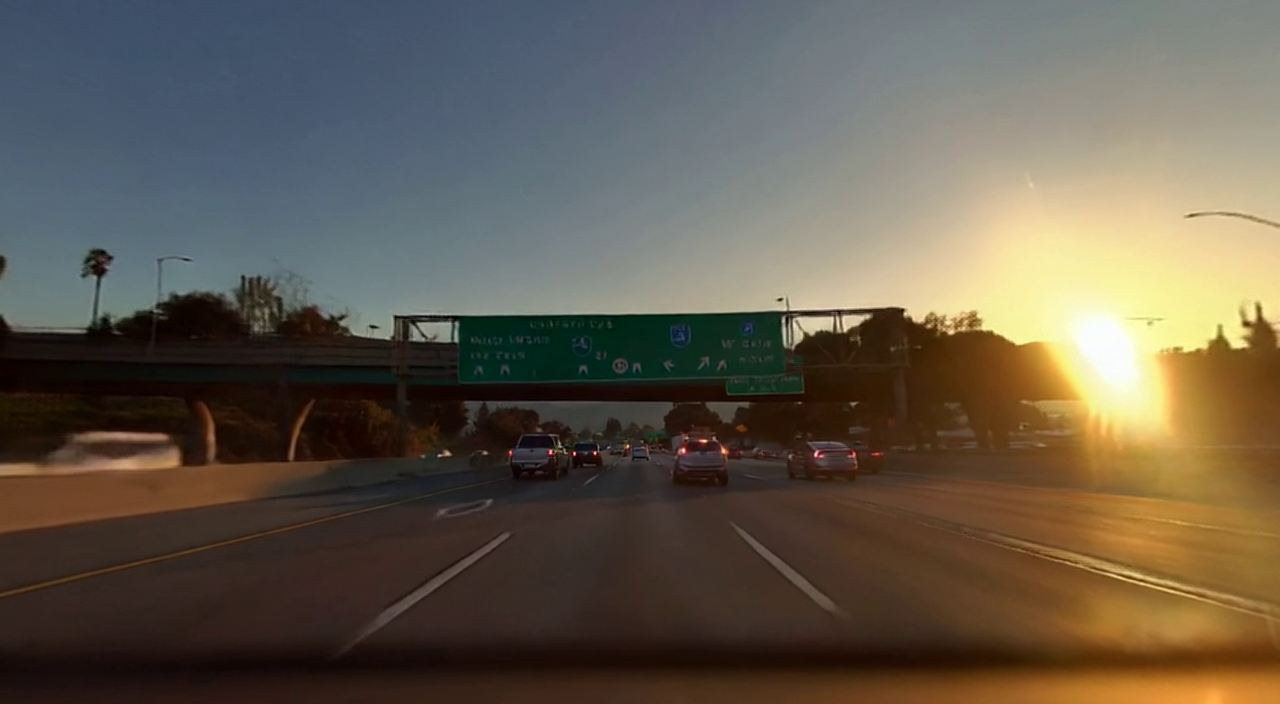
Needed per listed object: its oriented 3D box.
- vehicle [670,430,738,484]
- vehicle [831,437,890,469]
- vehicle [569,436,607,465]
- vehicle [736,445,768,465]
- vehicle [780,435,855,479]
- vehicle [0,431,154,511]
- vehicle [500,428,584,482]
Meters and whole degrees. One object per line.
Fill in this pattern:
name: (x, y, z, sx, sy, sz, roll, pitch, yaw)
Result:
vehicle: (2.162, 3.714, 22.524, 2.181, 1.728, 3.970, 0, -9, 2)
vehicle: (13.133, 6.066, 37.806, 2.010, 1.765, 4.375, 0, -9, 2)
vehicle: (-3.892, 7.524, 48.360, 2.317, 2.049, 5.746, 0, -9, 1)
vehicle: (8.429, 7.779, 47.739, 1.815, 1.479, 3.892, 0, -9, 1)
vehicle: (7.467, 4.443, 26.916, 2.022, 1.682, 4.226, 0, -9, 1)
vehicle: (-13.785, 2.610, 14.139, 1.960, 1.588, 4.540, 0, -9, 2)
vehicle: (-3.512, 3.826, 23.515, 2.199, 1.777, 4.790, 0, -9, 2)
